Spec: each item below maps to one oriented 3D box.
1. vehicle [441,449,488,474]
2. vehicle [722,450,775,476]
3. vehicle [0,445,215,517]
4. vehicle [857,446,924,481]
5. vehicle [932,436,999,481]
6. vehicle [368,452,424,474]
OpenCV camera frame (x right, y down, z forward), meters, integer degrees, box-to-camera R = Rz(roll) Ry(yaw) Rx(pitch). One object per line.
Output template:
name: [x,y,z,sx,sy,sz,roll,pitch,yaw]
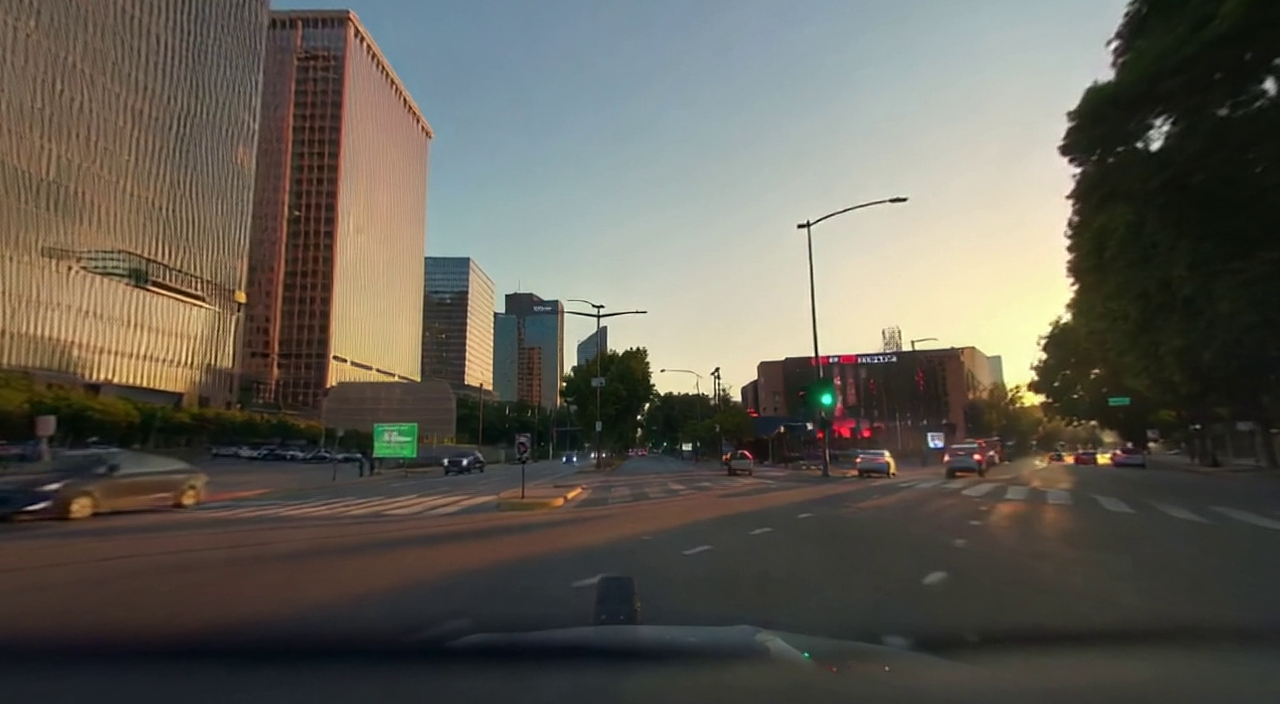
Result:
vehicle: [-13.082,8.179,47.443,1.979,1.727,4.489,-1,-9,4]
vehicle: [6.763,6.992,39.914,2.675,1.452,4.213,-1,-8,1]
vehicle: [-14.557,3.435,17.476,2.161,1.681,4.743,0,-9,1]
vehicle: [11.929,5.214,29.910,2.023,1.527,5.016,-5,-10,31]
vehicle: [15.084,4.856,29.119,2.232,1.814,5.285,-5,-10,31]
vehicle: [-18.411,8.345,47.890,2.448,1.407,4.308,2,-8,1]
